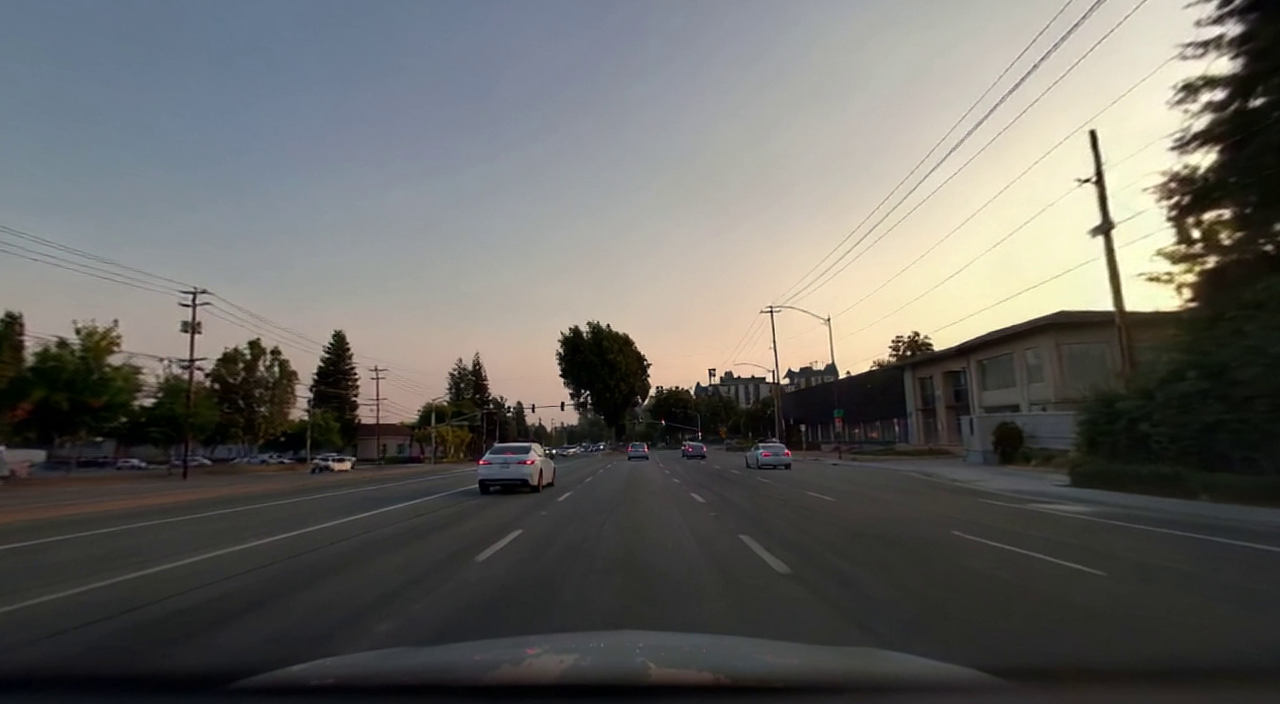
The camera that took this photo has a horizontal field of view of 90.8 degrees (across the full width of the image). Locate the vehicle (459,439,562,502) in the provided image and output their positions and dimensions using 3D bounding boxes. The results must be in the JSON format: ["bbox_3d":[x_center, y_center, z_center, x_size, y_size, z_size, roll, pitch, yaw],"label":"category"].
[{"bbox_3d":[-3.318,3.116,17.075,1.837,1.463,4.311,0,-8,0],"label":"vehicle"}]

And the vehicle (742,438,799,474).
[{"bbox_3d":[6.613,5.303,32.440,1.945,1.706,4.190,0,-8,-1],"label":"vehicle"}]
